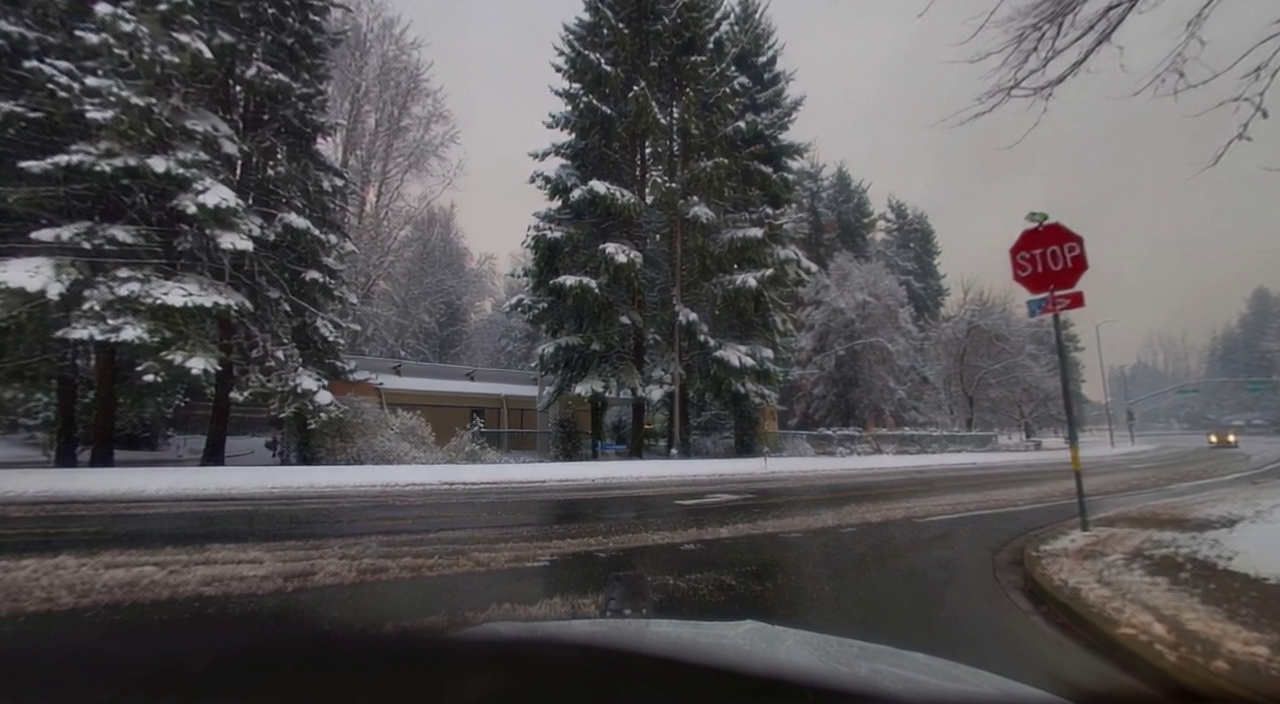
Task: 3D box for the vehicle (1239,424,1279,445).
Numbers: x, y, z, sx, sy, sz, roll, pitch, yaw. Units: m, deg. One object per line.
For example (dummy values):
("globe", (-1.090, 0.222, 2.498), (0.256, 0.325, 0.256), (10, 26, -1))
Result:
("vehicle", (45.211, 5.977, 45.380), (4.473, 1.474, 2.108), (6, -10, -37))
